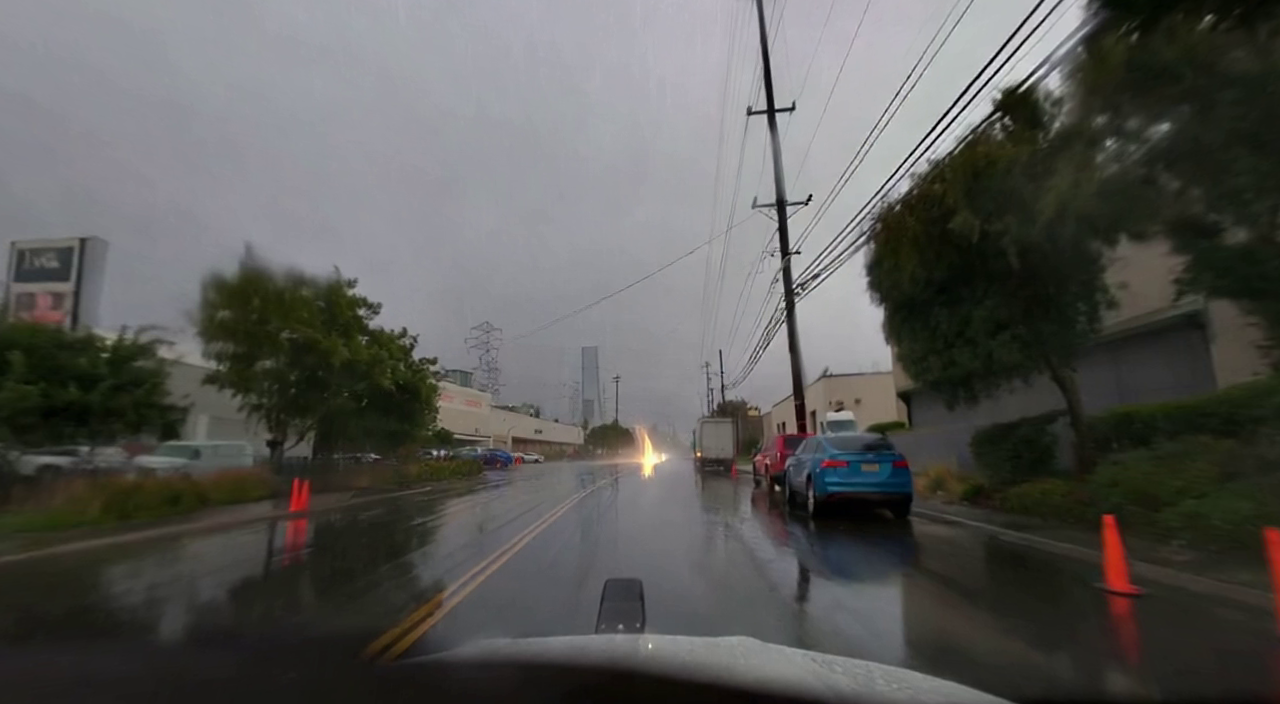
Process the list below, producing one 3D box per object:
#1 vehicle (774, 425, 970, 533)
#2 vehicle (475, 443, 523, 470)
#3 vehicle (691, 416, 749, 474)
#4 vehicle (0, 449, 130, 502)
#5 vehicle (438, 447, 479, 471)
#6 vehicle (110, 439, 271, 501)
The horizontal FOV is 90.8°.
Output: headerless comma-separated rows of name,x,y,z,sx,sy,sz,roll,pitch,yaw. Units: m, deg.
vehicle,4.237,2.403,12.633,2.115,1.702,4.978,0,-8,1
vehicle,-10.988,8.190,49.669,2.287,1.975,5.511,-1,-8,2
vehicle,4.840,5.831,39.667,2.871,3.301,7.433,0,-8,1
vehicle,-20.003,4.091,21.364,1.799,1.542,4.546,0,-8,-2
vehicle,-13.999,8.248,48.916,1.971,1.789,4.360,0,-8,-1
vehicle,-14.804,3.878,21.234,2.085,1.748,4.558,-3,-8,0
